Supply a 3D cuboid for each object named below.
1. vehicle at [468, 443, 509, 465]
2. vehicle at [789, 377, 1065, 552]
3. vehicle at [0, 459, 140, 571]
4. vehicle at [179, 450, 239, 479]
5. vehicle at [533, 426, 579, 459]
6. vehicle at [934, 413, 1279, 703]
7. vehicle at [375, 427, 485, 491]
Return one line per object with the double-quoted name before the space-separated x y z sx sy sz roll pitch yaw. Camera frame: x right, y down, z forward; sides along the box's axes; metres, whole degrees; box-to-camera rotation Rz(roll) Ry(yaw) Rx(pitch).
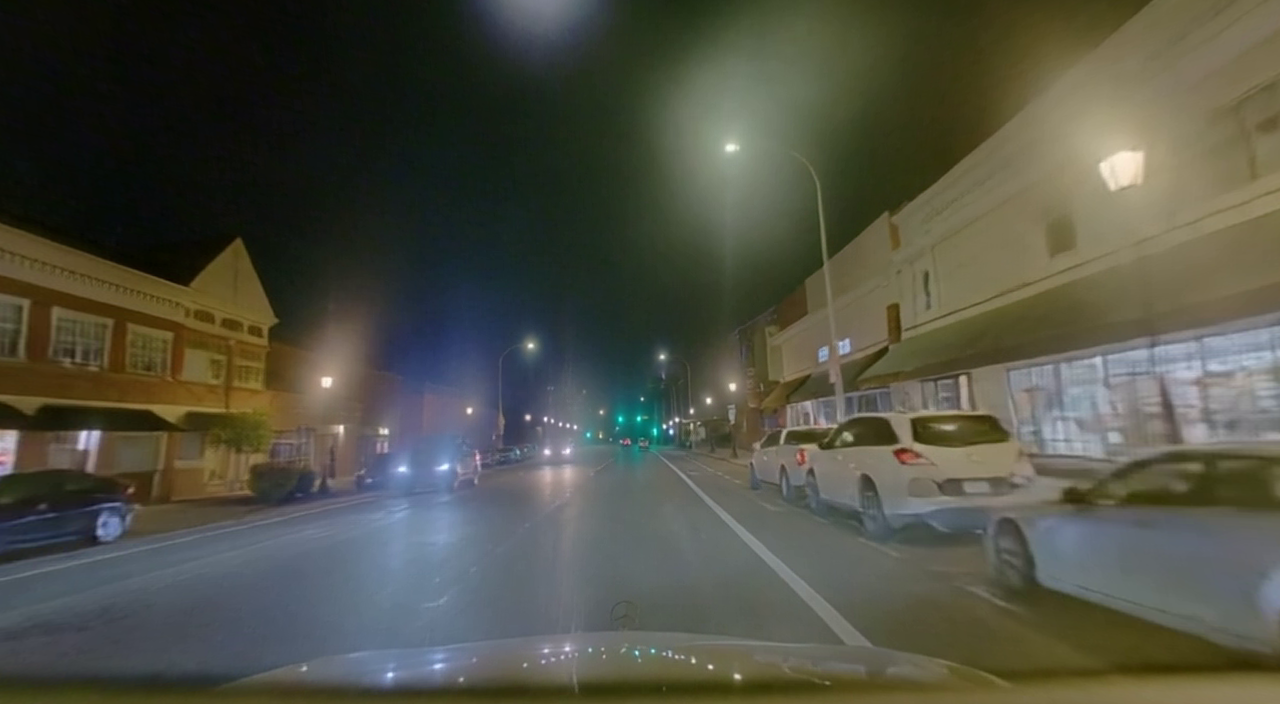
"vehicle" -10.812 7.276 45.270 1.784 1.502 4.344 0 -8 1
"vehicle" 3.839 1.607 9.559 1.976 2.001 4.430 0 -8 -1
"vehicle" -10.749 2.632 10.355 1.930 1.621 3.853 0 -8 -1
"vehicle" -26.607 6.901 38.956 4.394 1.609 1.971 -7 -11 42
"vehicle" -5.609 6.159 43.123 2.267 2.070 5.719 0 -8 1
"vehicle" 3.905 1.144 3.881 1.876 1.468 4.672 -5 -9 0
"vehicle" -6.703 3.455 20.782 2.044 1.839 4.512 0 -8 0
